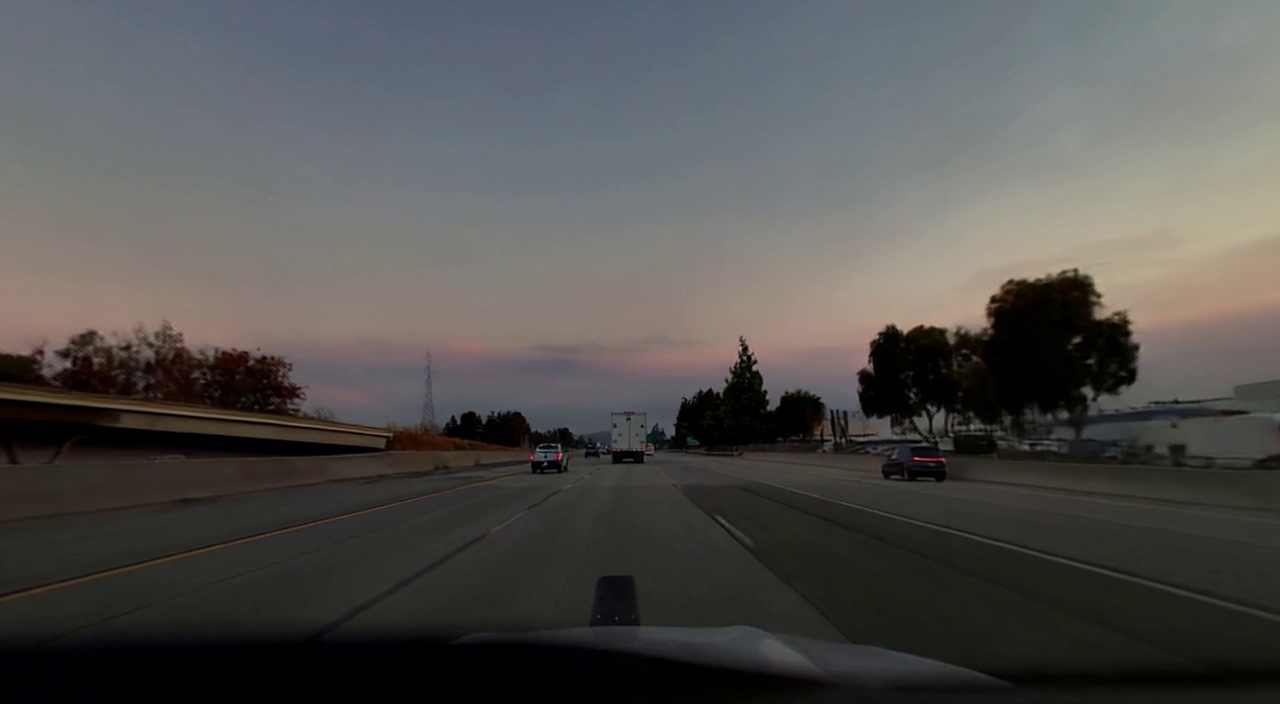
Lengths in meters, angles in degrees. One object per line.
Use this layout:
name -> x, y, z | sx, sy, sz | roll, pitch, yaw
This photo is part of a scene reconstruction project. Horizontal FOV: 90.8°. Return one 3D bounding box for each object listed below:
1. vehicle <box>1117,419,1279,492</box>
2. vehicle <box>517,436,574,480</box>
vehicle -> 29.608, 5.061, 31.115 | 3.185, 3.246, 9.903 | 2, -9, -11
vehicle -> -4.471, 5.093, 30.669 | 2.095, 1.930, 4.680 | 0, -9, 0
